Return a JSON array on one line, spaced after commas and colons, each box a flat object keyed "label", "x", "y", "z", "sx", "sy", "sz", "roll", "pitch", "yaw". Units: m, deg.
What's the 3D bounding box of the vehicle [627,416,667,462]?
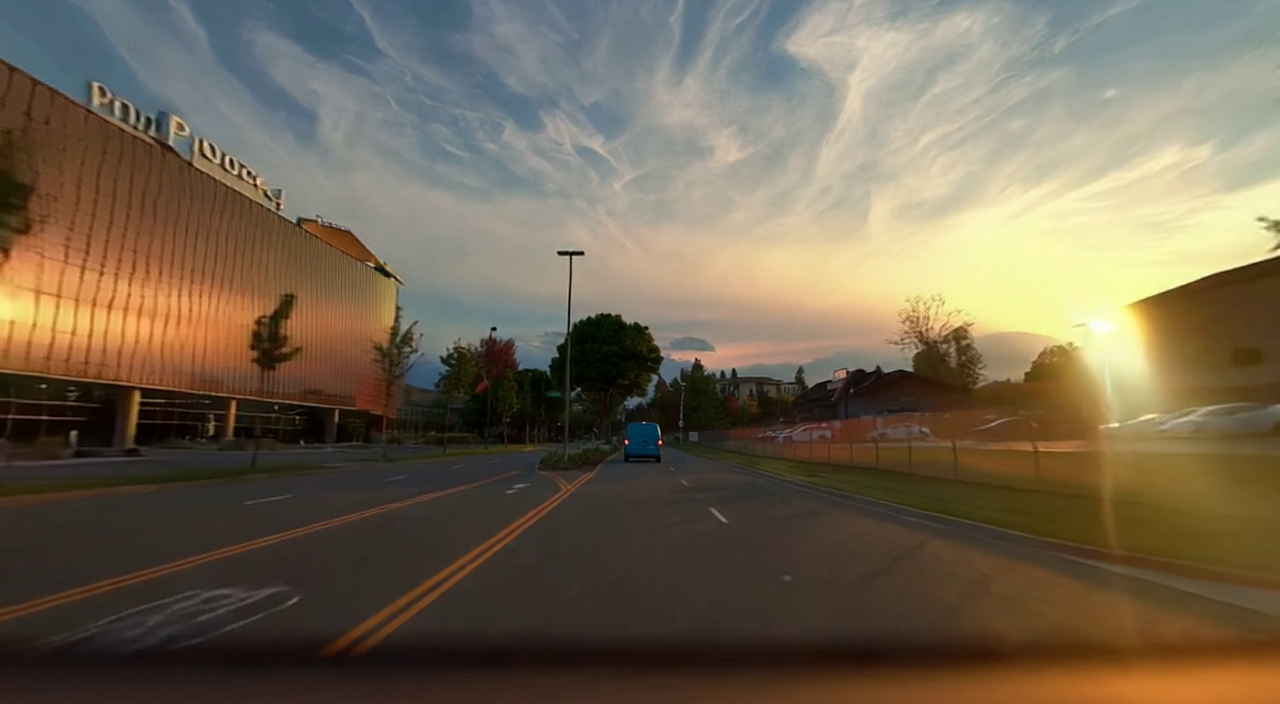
[{"label": "vehicle", "x": 0.411, "y": 5.735, "z": 41.720, "sx": 2.435, "sy": 2.816, "sz": 5.232, "roll": 0, "pitch": -8, "yaw": 0}]
